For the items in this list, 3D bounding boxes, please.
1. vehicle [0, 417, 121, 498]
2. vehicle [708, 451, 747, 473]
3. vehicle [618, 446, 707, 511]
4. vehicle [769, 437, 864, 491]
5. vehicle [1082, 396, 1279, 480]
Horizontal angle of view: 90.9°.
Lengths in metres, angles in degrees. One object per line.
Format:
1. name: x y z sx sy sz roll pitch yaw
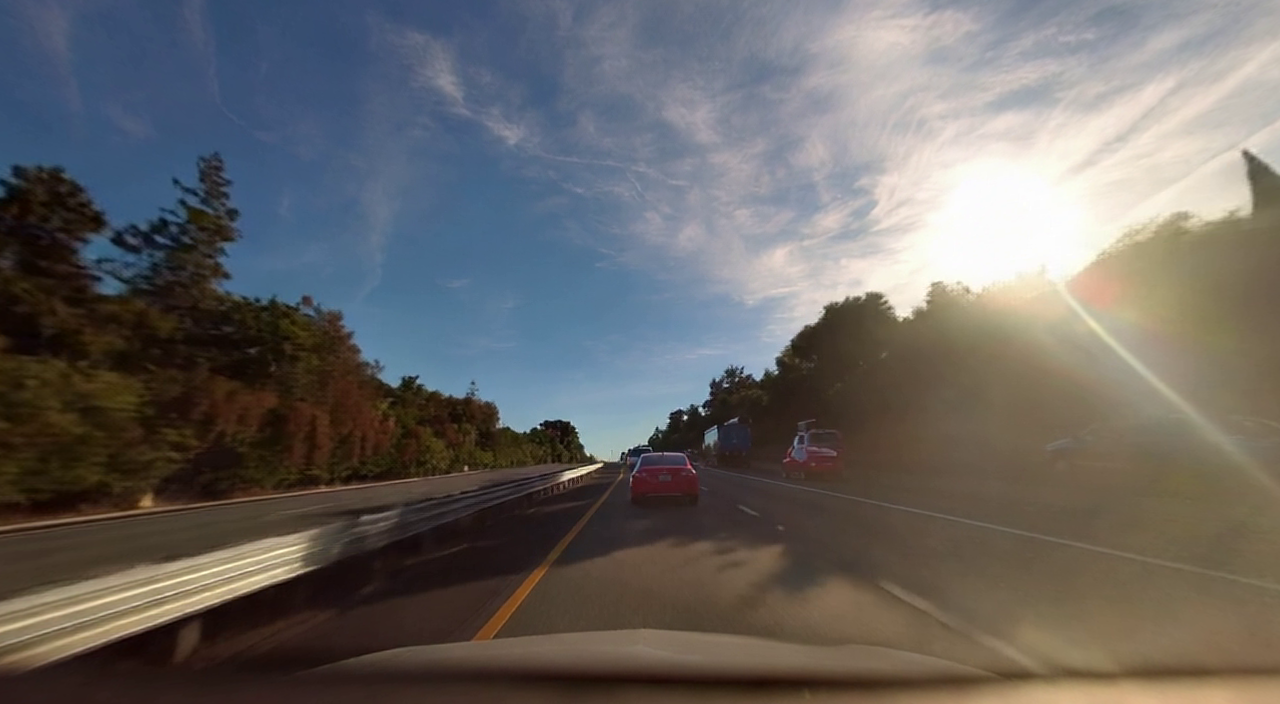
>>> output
1. vehicle: -33.300 5.813 34.583 2.902 3.981 7.819 -3 -8 0
2. vehicle: 6.083 7.699 44.277 2.015 1.454 4.324 0 -9 -2
3. vehicle: 0.503 3.253 16.603 2.076 1.485 3.774 0 -9 0
4. vehicle: 6.539 4.219 23.947 2.177 1.827 4.565 0 -9 -1
5. vehicle: 31.780 4.887 35.070 2.822 3.996 14.073 1 -9 -6
